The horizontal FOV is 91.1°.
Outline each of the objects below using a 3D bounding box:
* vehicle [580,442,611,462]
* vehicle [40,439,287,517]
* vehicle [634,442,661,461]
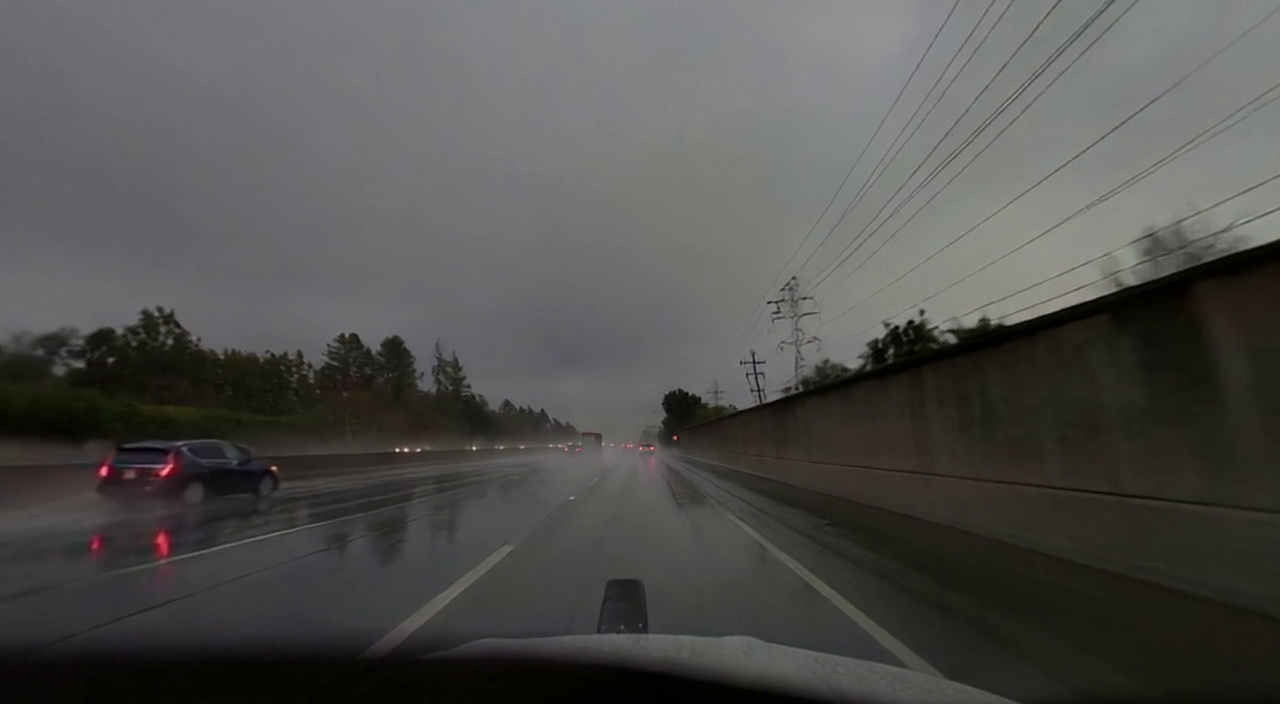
[{"bbox_3d":[-3.430,7.795,49.164,2.046,1.478,4.111,0,-8,0],"label":"vehicle"},{"bbox_3d":[-10.572,2.783,14.547,1.955,1.496,4.732,0,-8,1],"label":"vehicle"},{"bbox_3d":[0.610,7.894,49.831,2.057,1.453,3.926,0,-8,0],"label":"vehicle"}]
